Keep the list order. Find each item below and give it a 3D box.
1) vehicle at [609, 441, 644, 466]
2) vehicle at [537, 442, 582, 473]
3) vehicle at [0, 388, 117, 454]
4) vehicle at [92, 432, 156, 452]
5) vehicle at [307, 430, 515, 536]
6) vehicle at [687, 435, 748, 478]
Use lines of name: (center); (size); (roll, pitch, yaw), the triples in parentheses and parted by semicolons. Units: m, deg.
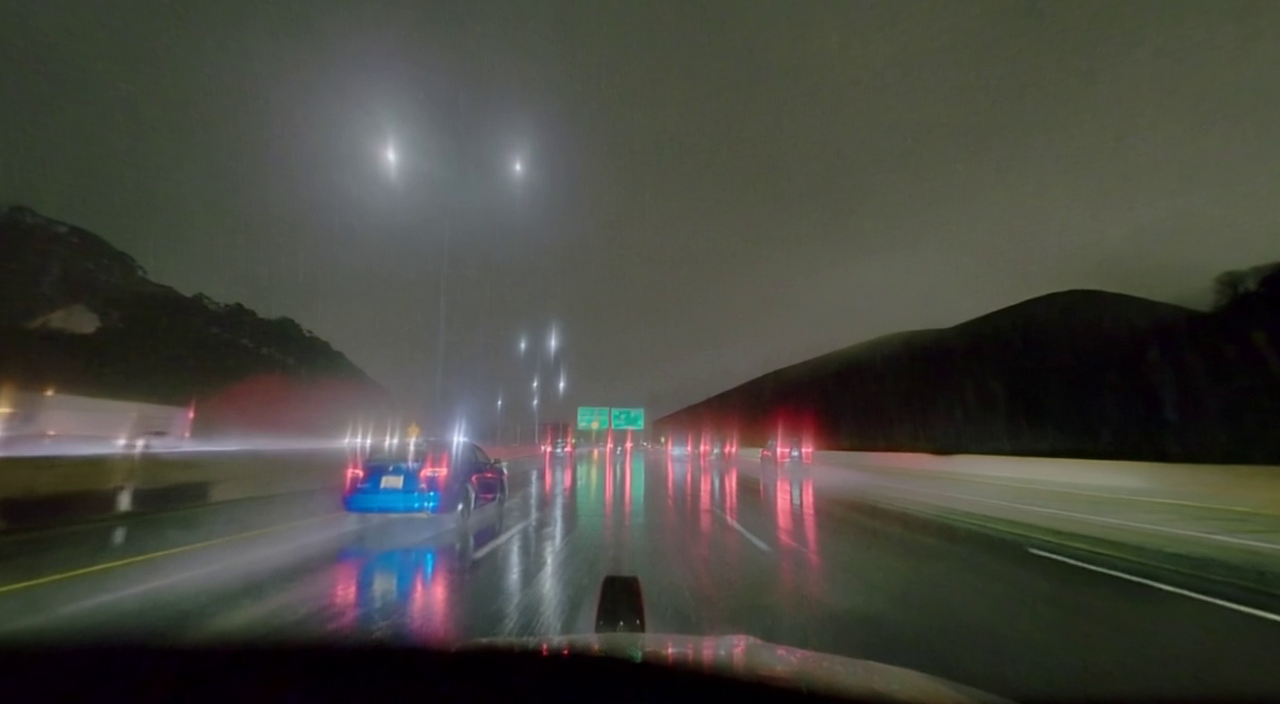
vehicle: (-0.846, 6.645, 41.420); (2.147, 1.572, 4.094); (0, -9, 0)
vehicle: (-4.072, 5.374, 32.355); (1.796, 1.464, 3.839); (0, -9, 0)
vehicle: (-43.441, 5.075, 45.139); (3.012, 4.259, 10.778); (1, -8, -3)
vehicle: (-39.819, 6.958, 48.717); (1.678, 1.455, 3.870); (1, -9, -1)
vehicle: (-3.714, 2.200, 11.206); (1.993, 1.500, 4.248); (0, -9, 2)
vehicle: (3.505, 4.820, 29.337); (2.222, 1.820, 4.733); (0, -9, 0)
